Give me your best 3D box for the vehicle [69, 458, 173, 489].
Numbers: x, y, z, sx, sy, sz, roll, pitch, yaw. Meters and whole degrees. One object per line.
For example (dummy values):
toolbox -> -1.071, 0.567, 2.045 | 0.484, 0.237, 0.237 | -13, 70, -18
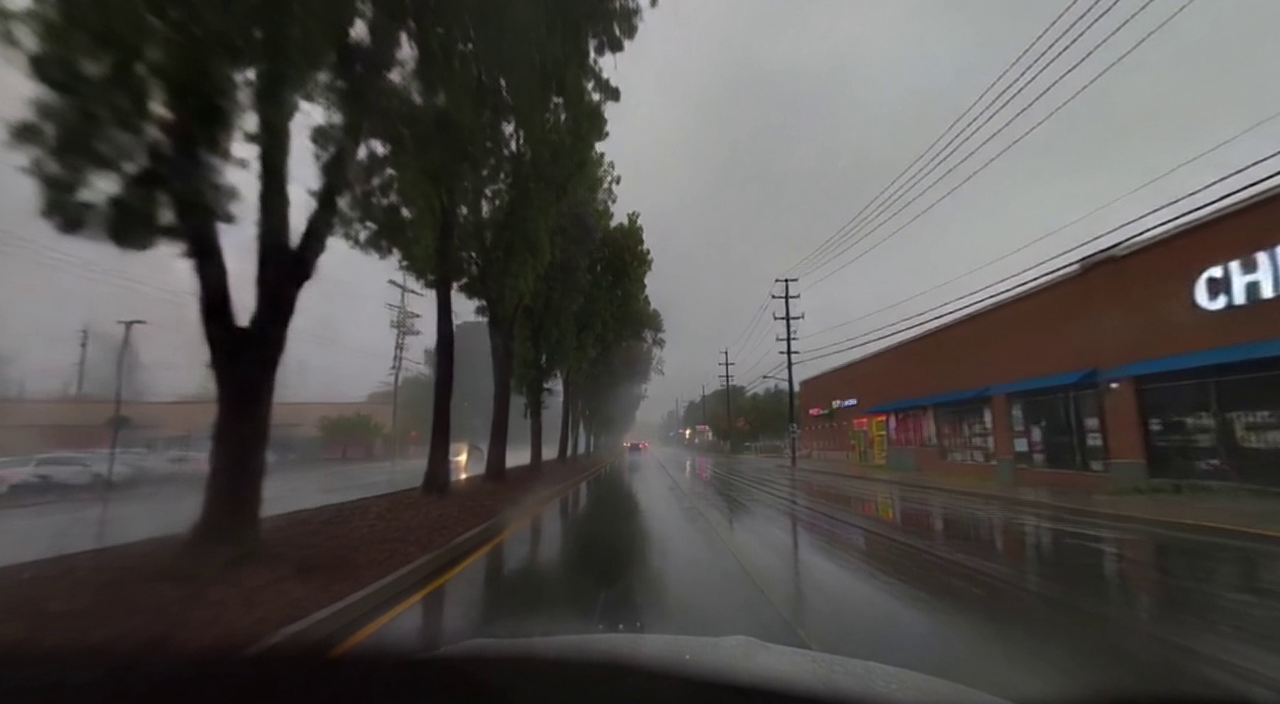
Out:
vehicle -> -29.725, 6.962, 36.247 | 4.377, 1.520, 1.843 | -2, -8, 2

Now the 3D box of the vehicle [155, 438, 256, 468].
vehicle -> -29.776, 6.935, 43.449 | 5.145, 1.979, 2.281 | 0, -8, -3

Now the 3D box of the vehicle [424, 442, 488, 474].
vehicle -> -9.353, 5.425, 32.559 | 1.900, 1.488, 4.675 | 0, -8, 0

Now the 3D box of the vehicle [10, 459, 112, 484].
vehicle -> -37.744, 7.798, 41.310 | 1.864, 1.501, 4.419 | -4, -11, 29
